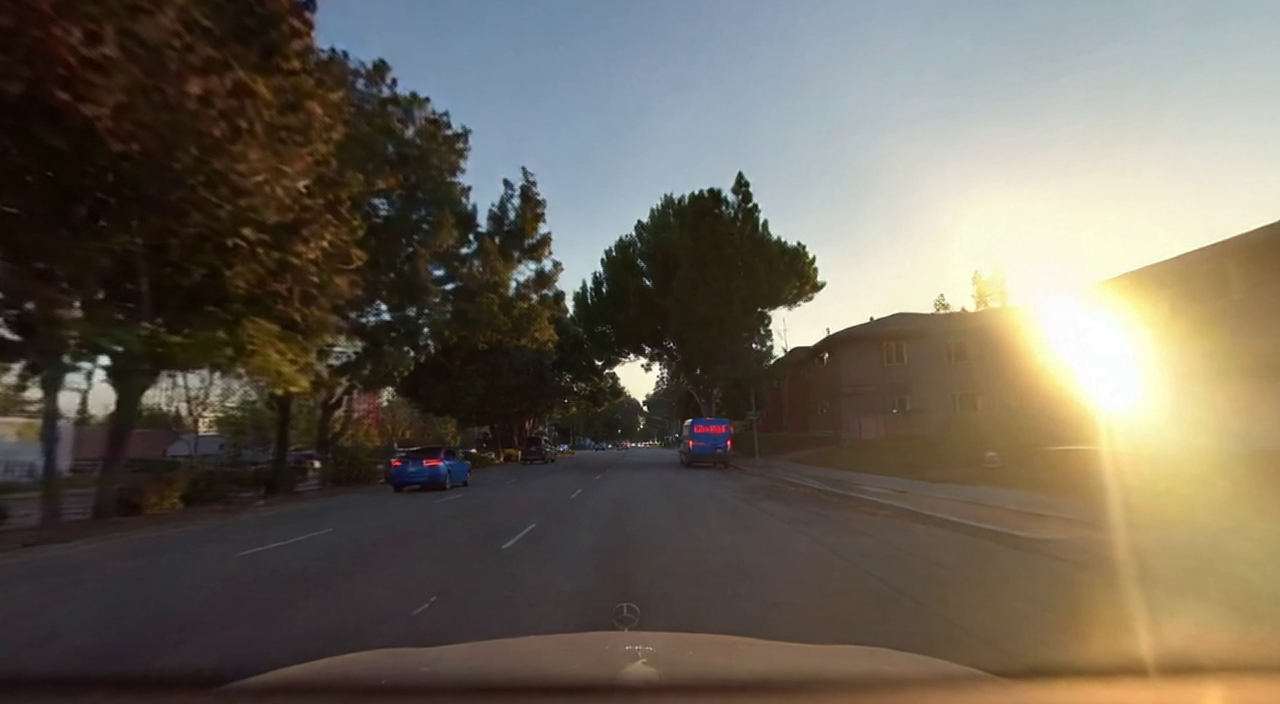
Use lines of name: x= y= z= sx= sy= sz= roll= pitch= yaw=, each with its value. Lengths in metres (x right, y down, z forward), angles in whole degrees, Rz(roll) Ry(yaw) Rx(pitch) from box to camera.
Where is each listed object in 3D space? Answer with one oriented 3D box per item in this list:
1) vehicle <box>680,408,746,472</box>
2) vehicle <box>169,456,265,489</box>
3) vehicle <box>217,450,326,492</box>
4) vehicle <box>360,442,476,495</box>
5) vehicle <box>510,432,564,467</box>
vehicle: x=3.628 y=4.559 z=32.474 sx=2.791 sy=3.026 sz=4.668 roll=0 pitch=-9 yaw=0
vehicle: x=-21.781 y=6.208 z=32.786 sx=1.819 sy=1.489 sz=4.509 roll=0 pitch=-9 yaw=1
vehicle: x=-15.061 y=4.838 z=26.129 sx=1.838 sy=1.549 sz=4.283 roll=0 pitch=-9 yaw=1
vehicle: x=-6.743 y=3.564 z=19.790 sx=1.970 sy=1.456 sz=4.441 roll=0 pitch=-9 yaw=1
vehicle: x=-6.445 y=6.196 z=40.122 sx=2.332 sy=2.039 sz=5.678 roll=0 pitch=-9 yaw=1
